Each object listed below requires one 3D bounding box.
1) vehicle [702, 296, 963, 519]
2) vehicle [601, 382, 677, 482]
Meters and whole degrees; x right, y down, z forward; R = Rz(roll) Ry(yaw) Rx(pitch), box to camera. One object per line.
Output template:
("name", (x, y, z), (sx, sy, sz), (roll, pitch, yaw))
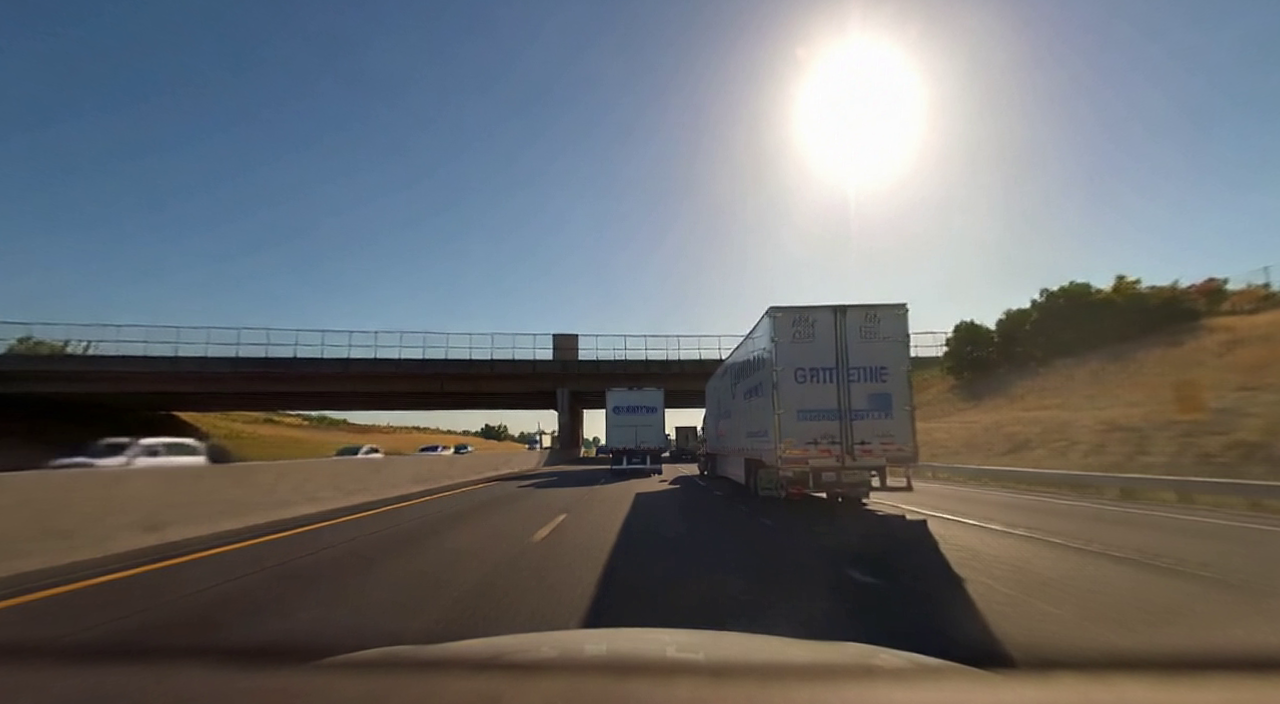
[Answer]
("vehicle", (4.229, 2.075, 18.872), (3.044, 4.128, 14.482), (0, -9, -1))
("vehicle", (-0.017, 3.813, 29.058), (2.864, 3.805, 9.709), (0, -9, 0))
